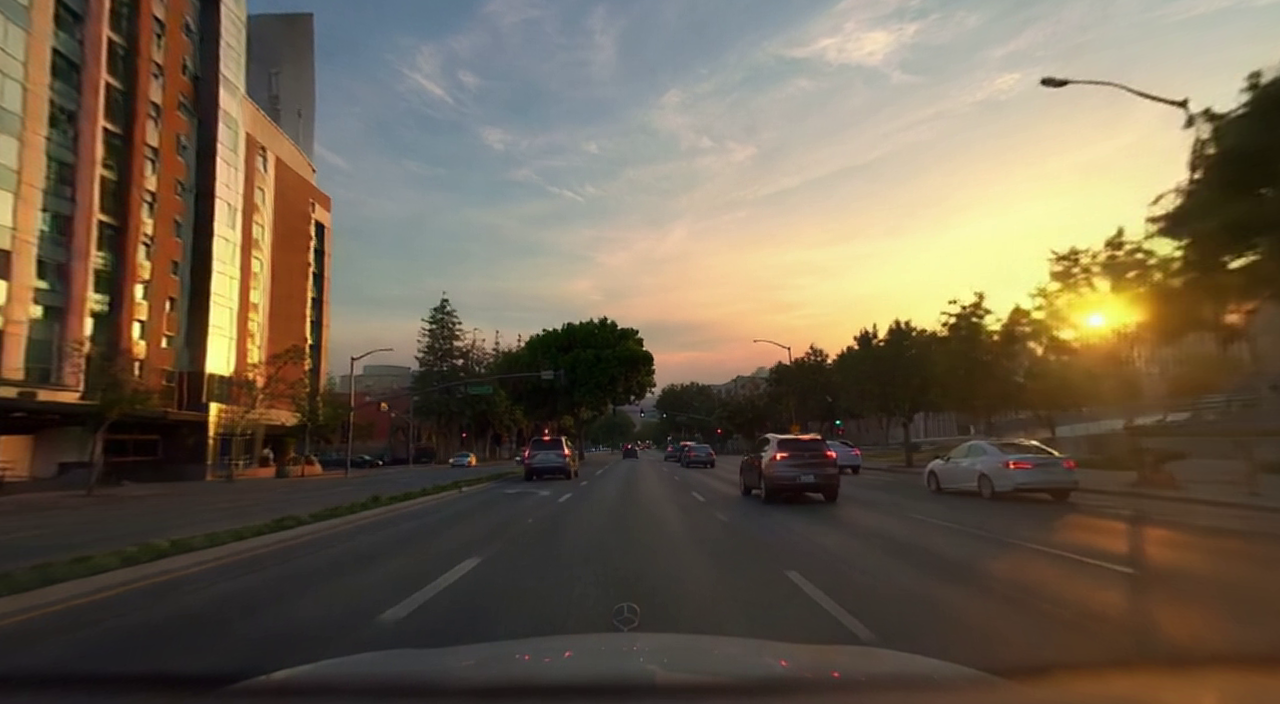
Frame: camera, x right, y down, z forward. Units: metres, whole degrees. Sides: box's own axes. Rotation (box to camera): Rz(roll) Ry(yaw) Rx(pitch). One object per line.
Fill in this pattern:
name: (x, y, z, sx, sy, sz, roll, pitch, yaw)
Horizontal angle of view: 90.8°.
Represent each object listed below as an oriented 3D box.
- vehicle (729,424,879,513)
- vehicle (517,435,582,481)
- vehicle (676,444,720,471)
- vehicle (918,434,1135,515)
vehicle: (3.603, 2.679, 14.989, 2.152, 1.742, 4.704, 0, -8, -2)
vehicle: (-3.741, 4.472, 26.883, 2.155, 1.797, 3.989, -1, -8, 0)
vehicle: (3.330, 6.147, 37.137, 2.054, 1.473, 4.511, 0, -8, -2)
vehicle: (8.429, 2.695, 14.461, 1.944, 1.503, 4.723, 0, -8, 0)
